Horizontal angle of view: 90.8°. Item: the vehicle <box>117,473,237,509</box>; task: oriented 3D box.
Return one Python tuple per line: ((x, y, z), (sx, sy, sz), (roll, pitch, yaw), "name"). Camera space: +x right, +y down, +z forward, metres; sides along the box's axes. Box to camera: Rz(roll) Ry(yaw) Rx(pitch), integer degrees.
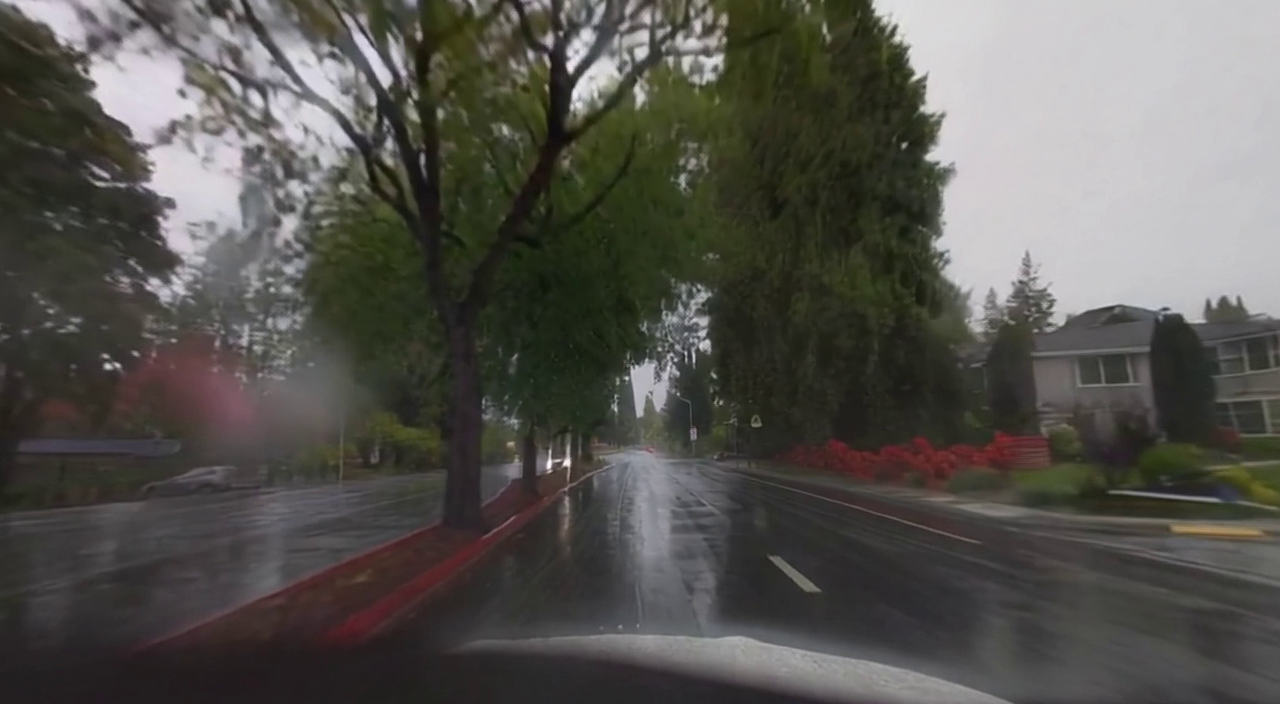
((-26.304, 7.911, 36.027), (5.040, 1.748, 2.186), (-1, -9, -1), "vehicle")
